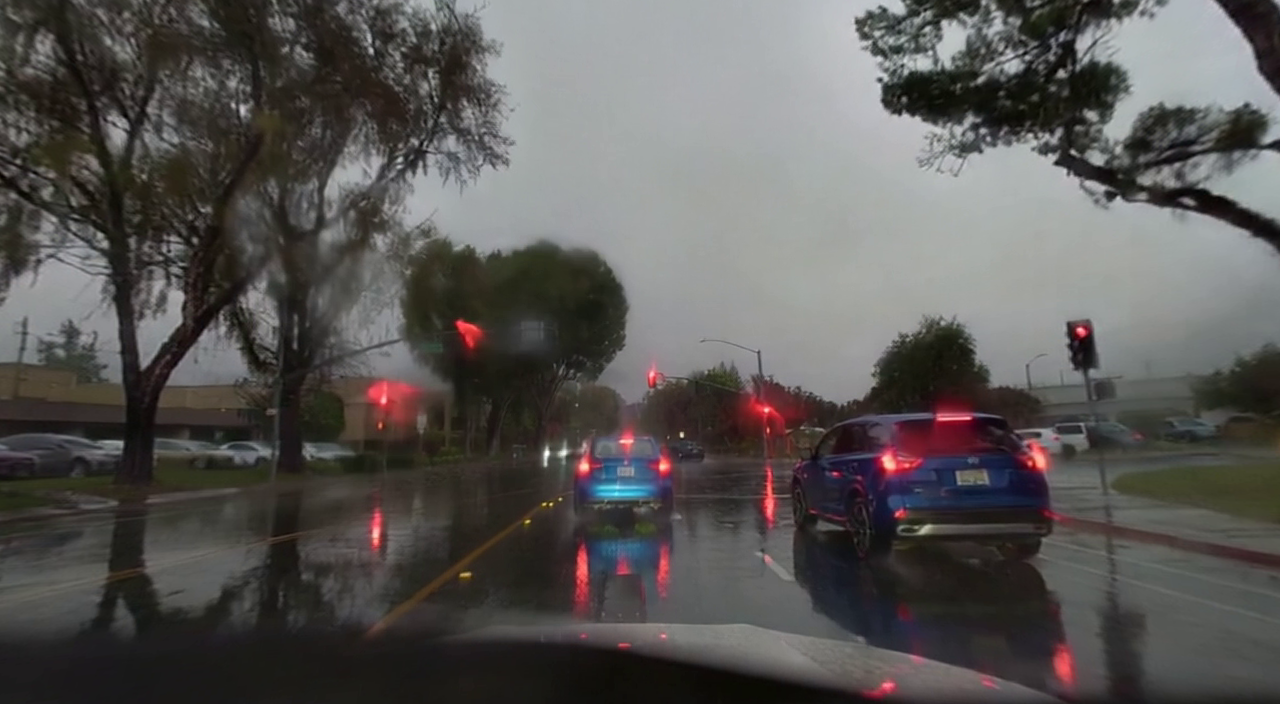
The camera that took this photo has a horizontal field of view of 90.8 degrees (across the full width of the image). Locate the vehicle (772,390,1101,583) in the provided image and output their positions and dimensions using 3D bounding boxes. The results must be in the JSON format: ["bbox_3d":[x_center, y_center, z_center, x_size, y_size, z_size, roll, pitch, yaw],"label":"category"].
[{"bbox_3d":[3.192,1.564,8.069,2.046,1.768,4.370,0,-9,0],"label":"vehicle"}]

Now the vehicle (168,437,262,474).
[{"bbox_3d":[-28.423,6.902,42.341,4.943,2.110,2.217,3,-11,-39],"label":"vehicle"}]

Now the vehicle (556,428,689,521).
[{"bbox_3d":[-0.321,2.370,12.790,2.177,1.512,4.682,0,-9,-1],"label":"vehicle"}]

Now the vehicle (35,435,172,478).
[{"bbox_3d":[-28.514,5.544,33.871,5.119,2.119,2.199,5,-9,-30],"label":"vehicle"}]

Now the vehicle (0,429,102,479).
[{"bbox_3d":[-28.895,4.748,29.510,5.285,2.200,2.387,4,-9,-32],"label":"vehicle"}]
